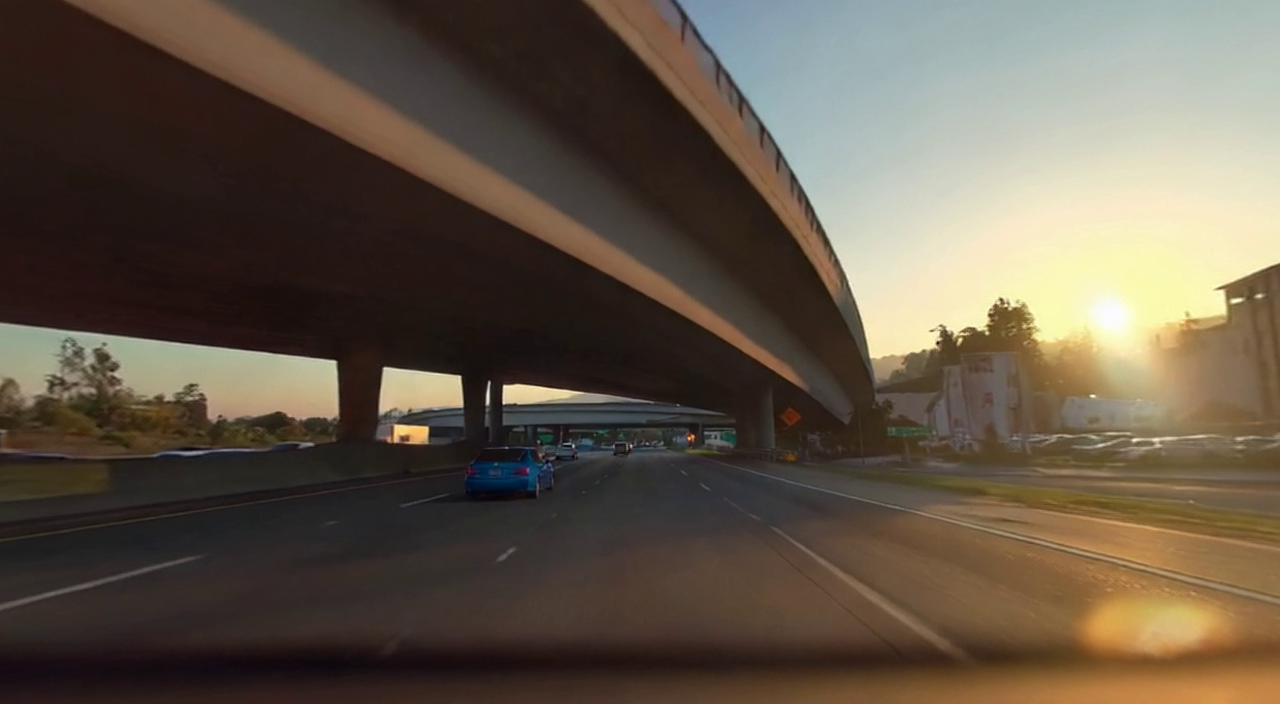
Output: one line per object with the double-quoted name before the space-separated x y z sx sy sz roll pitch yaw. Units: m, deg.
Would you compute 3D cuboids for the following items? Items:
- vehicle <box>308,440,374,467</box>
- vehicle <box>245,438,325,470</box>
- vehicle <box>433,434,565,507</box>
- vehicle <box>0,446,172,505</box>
"vehicle" -20.232 6.886 42.920 2.045 1.748 4.757 0 -9 1
"vehicle" -23.915 6.913 42.775 2.198 2.010 5.484 0 -9 1
"vehicle" -3.371 2.960 16.280 2.144 1.565 4.951 0 -9 1
"vehicle" -16.802 3.550 18.672 1.980 1.500 4.894 0 -9 2
